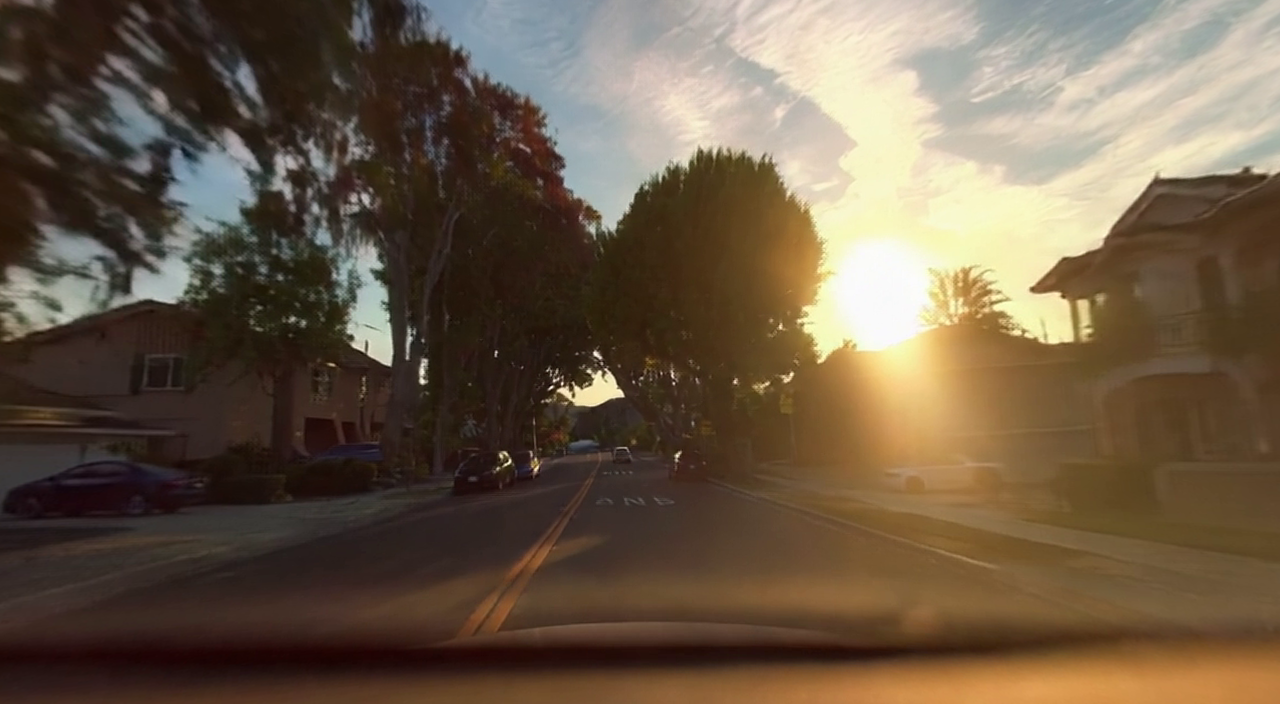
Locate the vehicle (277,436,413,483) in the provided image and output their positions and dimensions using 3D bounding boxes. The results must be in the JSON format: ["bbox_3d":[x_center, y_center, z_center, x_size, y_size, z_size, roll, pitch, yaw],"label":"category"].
[{"bbox_3d":[-13.672,5.006,29.544,5.234,2.076,2.197,0,-9,0],"label":"vehicle"}]

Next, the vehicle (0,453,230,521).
[{"bbox_3d":[-12.613,3.228,15.336,3.989,1.485,1.814,0,-9,-3],"label":"vehicle"}]

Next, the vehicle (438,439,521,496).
[{"bbox_3d":[-6.319,4.561,25.515,2.155,1.907,5.100,-2,-7,-1],"label":"vehicle"}]

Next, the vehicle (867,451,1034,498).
[{"bbox_3d":[10.361,4.105,21.341,4.628,1.403,1.926,0,-9,-4],"label":"vehicle"}]

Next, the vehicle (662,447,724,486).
[{"bbox_3d":[2.162,4.832,27.031,2.047,1.532,4.350,0,-9,-4],"label":"vehicle"}]
